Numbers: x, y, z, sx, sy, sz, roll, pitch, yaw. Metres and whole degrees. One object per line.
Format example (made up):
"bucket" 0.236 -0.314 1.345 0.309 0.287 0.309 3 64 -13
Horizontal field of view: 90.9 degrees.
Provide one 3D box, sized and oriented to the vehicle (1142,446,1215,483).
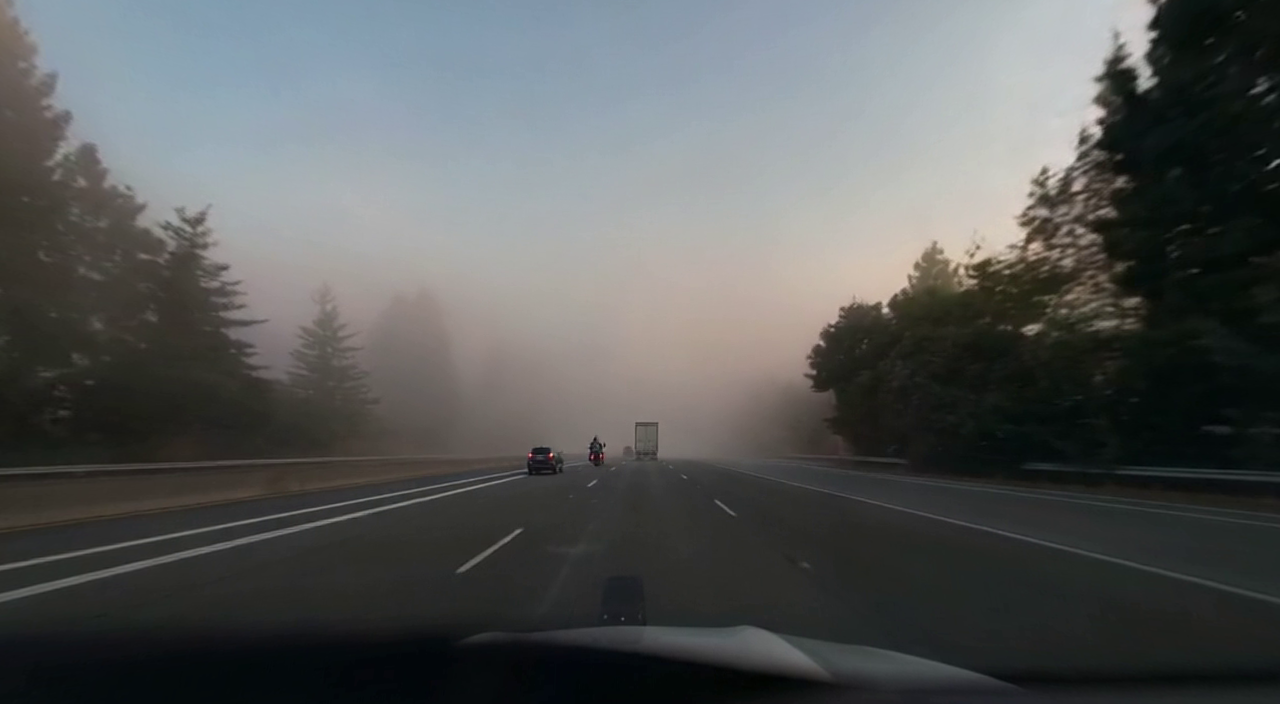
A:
"vehicle" 32.334 6.704 37.997 2.085 2.025 4.992 -4 -10 27
